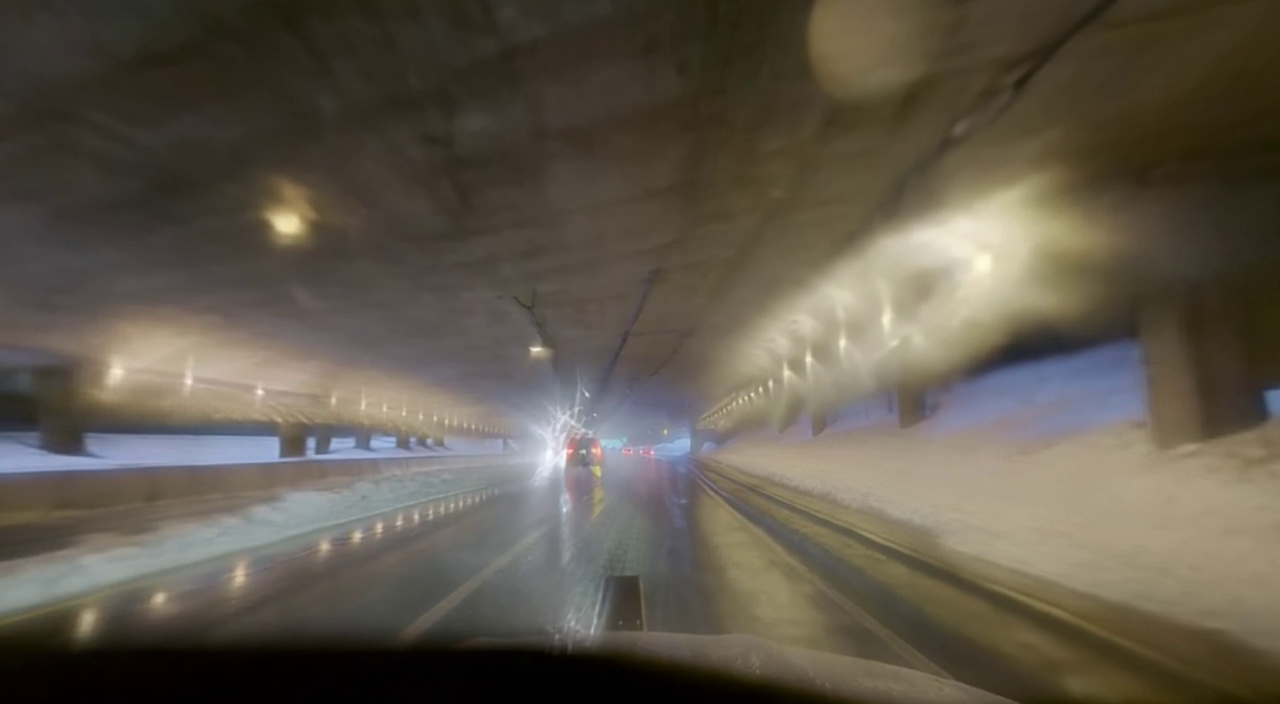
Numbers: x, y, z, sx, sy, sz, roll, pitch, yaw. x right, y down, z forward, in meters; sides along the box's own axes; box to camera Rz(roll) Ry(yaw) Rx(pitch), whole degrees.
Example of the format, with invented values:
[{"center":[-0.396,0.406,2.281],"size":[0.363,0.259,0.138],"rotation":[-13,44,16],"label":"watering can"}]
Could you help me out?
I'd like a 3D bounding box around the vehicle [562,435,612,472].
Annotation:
[{"center":[-2.552,5.062,31.696],"size":[1.961,1.725,4.315],"rotation":[-1,-8,2],"label":"vehicle"}]
